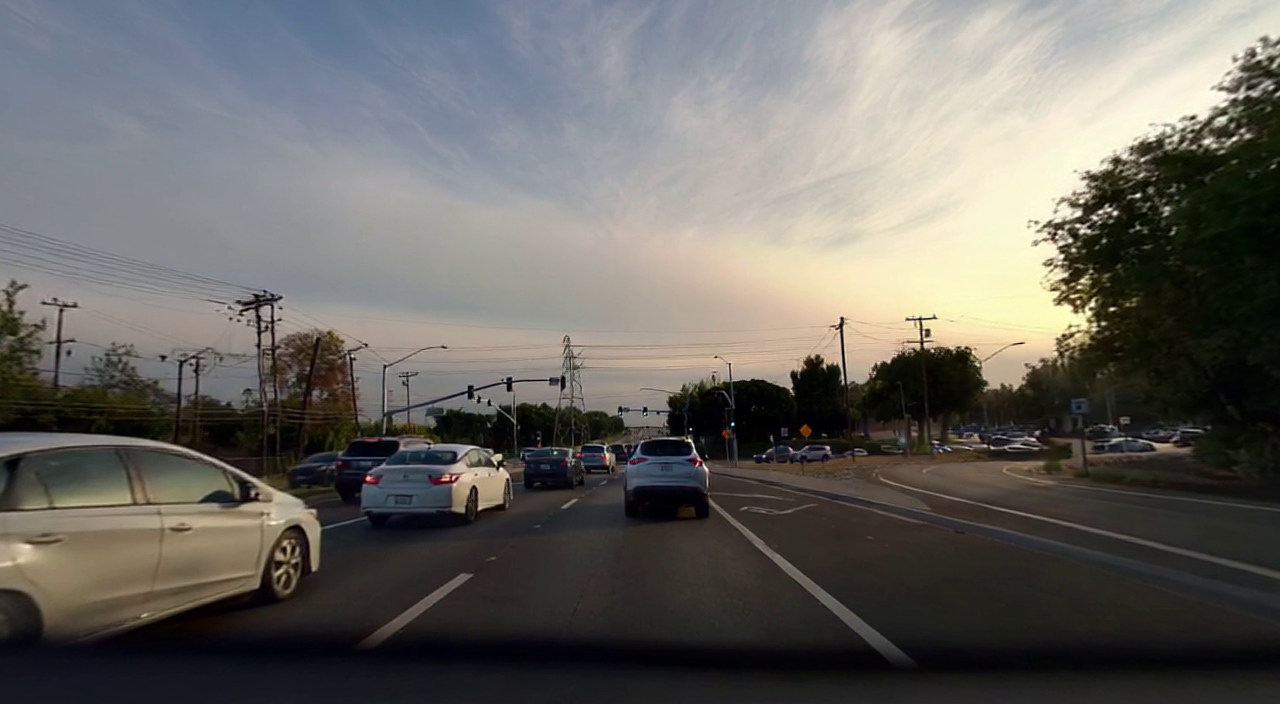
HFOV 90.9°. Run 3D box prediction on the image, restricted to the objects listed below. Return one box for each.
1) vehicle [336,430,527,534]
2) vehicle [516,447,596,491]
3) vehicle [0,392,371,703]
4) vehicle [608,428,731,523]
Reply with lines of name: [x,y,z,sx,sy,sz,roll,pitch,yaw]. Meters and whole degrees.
vehicle: [-3.717,2.404,12.270,2.018,1.621,4.441,-1,-9,2]
vehicle: [-2.924,4.201,23.057,2.105,1.436,4.311,-1,-9,3]
vehicle: [-3.812,1.215,4.415,1.999,1.563,4.007,0,-9,1]
vehicle: [0.597,2.537,13.396,2.205,1.691,3.937,-1,-9,2]
